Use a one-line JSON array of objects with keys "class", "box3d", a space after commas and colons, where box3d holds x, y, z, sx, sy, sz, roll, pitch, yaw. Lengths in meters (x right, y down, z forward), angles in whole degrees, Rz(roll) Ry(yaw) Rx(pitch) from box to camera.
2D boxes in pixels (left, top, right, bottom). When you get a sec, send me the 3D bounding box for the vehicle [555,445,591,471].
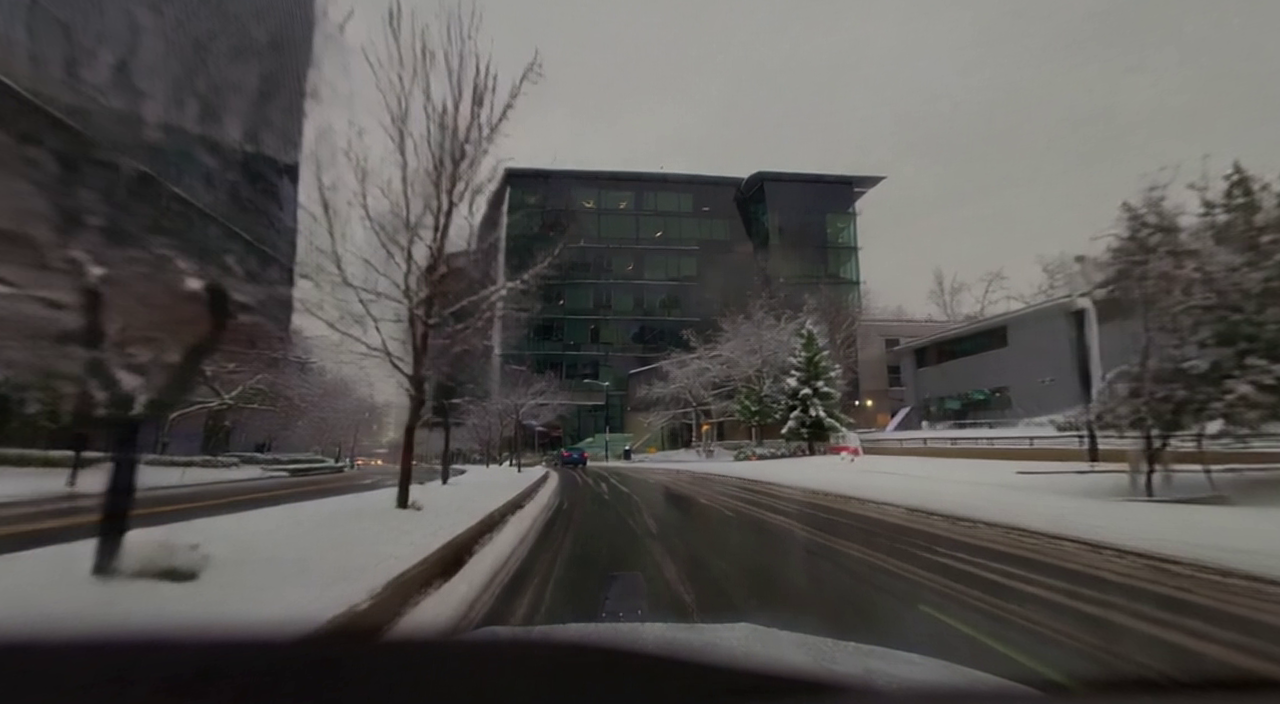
[{"class": "vehicle", "box3d": [-5.135, 8.037, 47.976, 2.129, 1.816, 4.851, 2, -9, -12]}]
